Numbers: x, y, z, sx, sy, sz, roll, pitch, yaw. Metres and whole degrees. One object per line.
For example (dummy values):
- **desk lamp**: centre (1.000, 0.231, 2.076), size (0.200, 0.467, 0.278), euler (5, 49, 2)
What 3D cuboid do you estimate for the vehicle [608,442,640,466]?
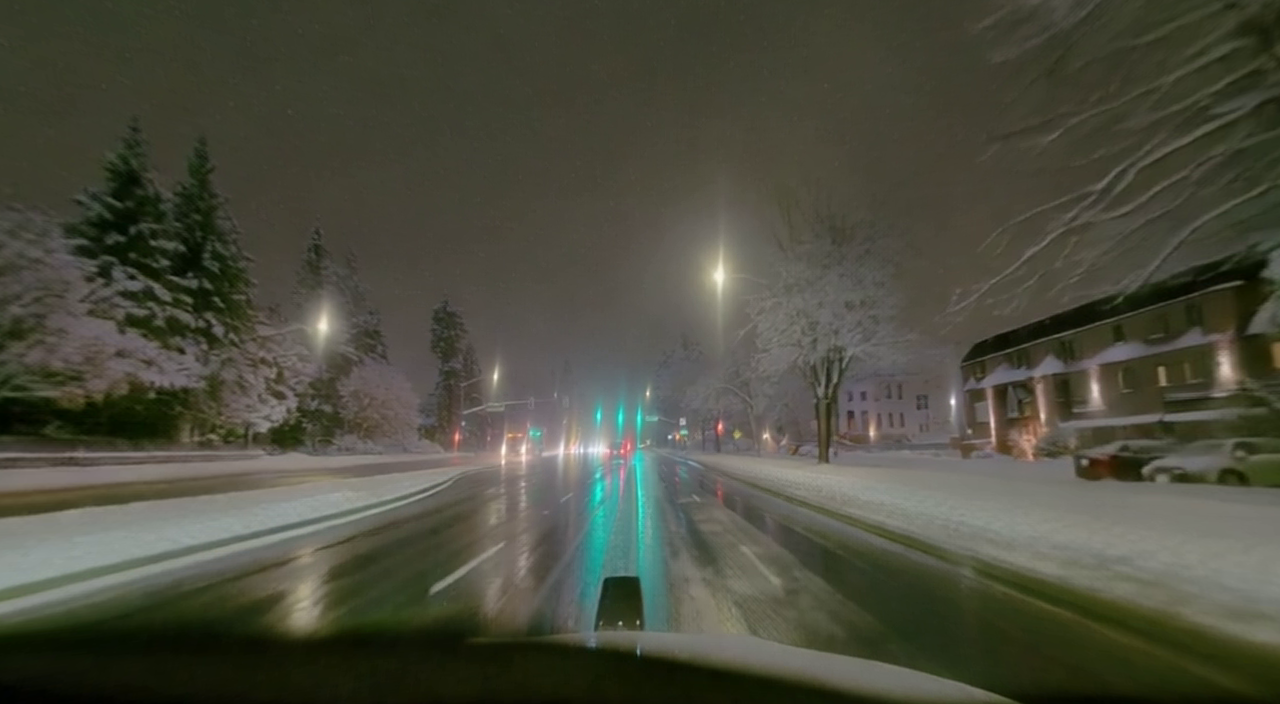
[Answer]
- **vehicle**: centre (-1.062, 7.063, 43.918), size (2.011, 1.498, 4.914), euler (-1, -8, 1)

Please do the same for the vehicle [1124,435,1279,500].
- **vehicle**: centre (15.308, 2.857, 15.960), size (4.673, 1.458, 2.046), euler (1, -9, -7)
